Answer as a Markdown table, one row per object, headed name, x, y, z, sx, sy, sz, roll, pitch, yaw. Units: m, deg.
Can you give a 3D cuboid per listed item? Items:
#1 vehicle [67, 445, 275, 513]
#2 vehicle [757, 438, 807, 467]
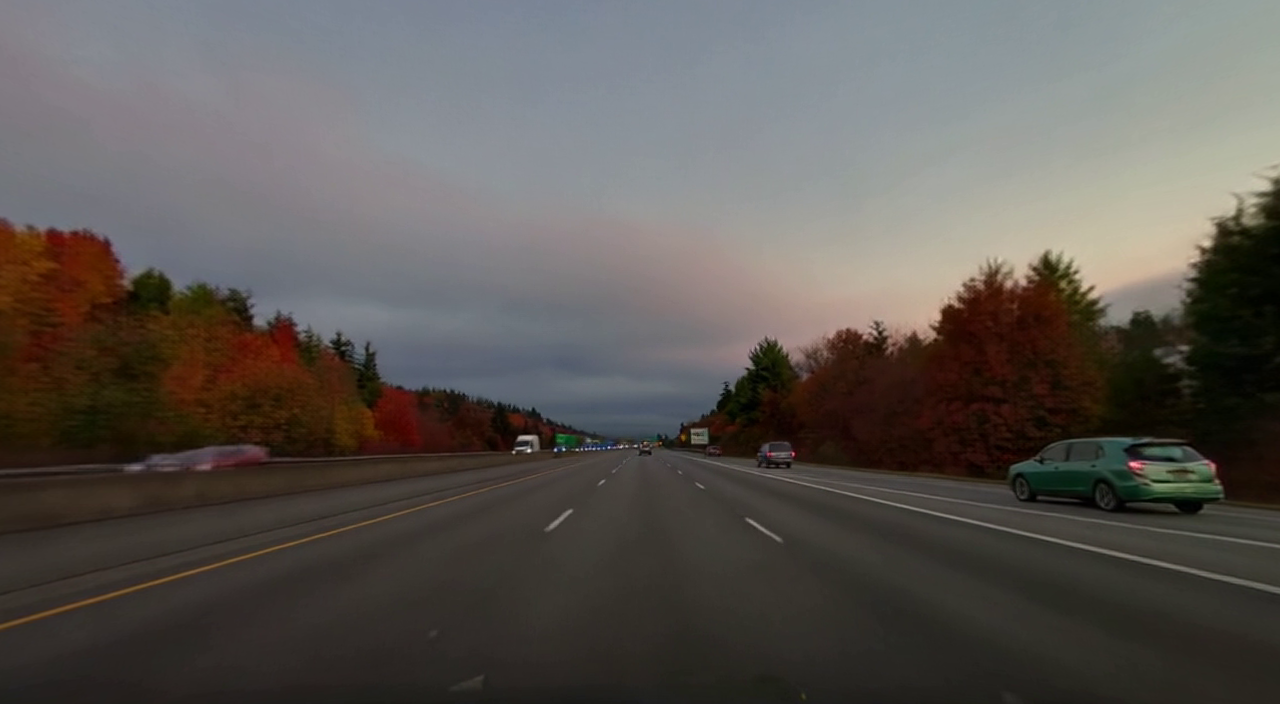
| name | x | y | z | sx | sy | sz | roll | pitch | yaw |
| --- | --- | --- | --- | --- | --- | --- | --- | --- | --- |
| vehicle | -11.851 | 3.205 | 16.324 | 2.037 | 1.490 | 4.375 | 0 | -9 | 0 |
| vehicle | 9.394 | 6.694 | 41.776 | 2.034 | 1.770 | 4.637 | 0 | -9 | -2 |
